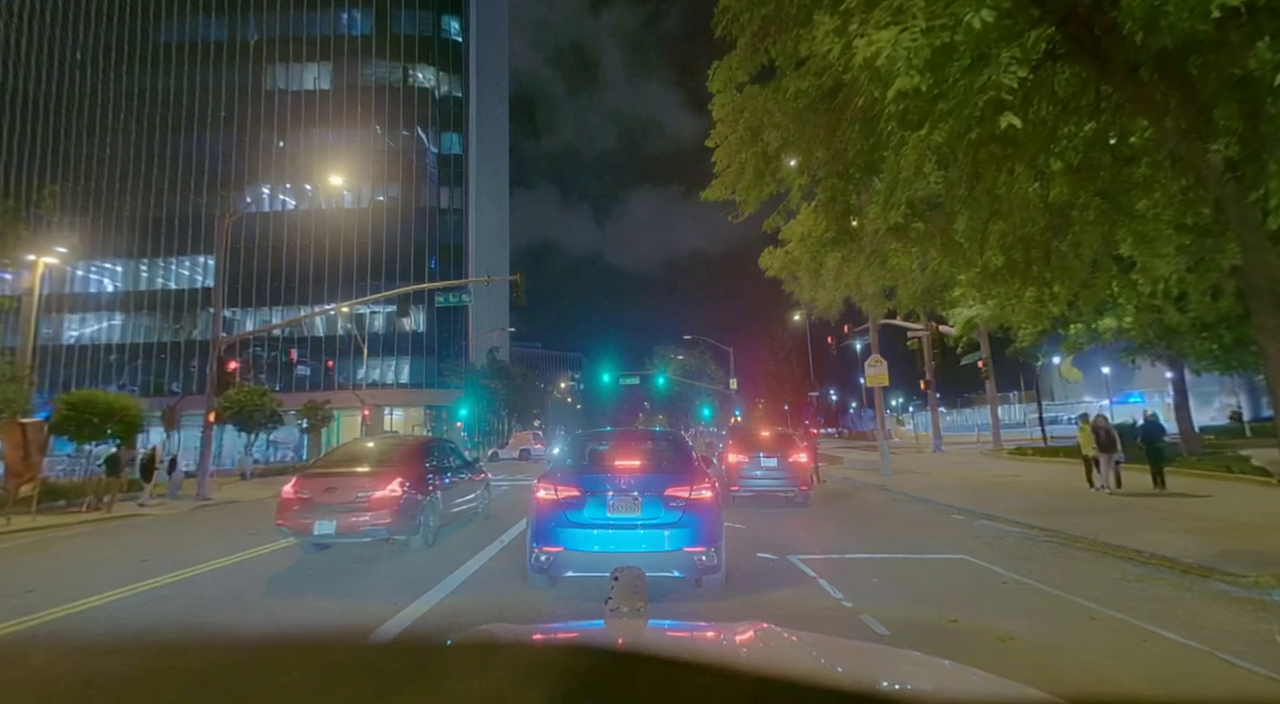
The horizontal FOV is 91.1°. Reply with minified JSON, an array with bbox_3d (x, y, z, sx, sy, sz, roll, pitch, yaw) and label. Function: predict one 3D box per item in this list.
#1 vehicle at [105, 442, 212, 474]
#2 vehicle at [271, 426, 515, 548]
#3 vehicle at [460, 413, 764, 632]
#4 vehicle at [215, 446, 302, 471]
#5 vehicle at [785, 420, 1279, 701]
[{"bbox_3d":[-33.861,7.457,44.292,5.598,2.130,2.121,0,-8,-2],"label":"vehicle"},{"bbox_3d":[-3.564,2.028,10.214,1.971,1.496,4.648,0,-8,2],"label":"vehicle"},{"bbox_3d":[-0.265,1.466,6.406,2.072,1.476,4.078,0,-8,-2],"label":"vehicle"},{"bbox_3d":[-23.318,6.502,38.466,4.140,1.486,1.799,0,-8,2],"label":"vehicle"},{"bbox_3d":[2.753,1.409,5.458,1.952,1.464,4.165,0,-8,-1],"label":"vehicle"}]
